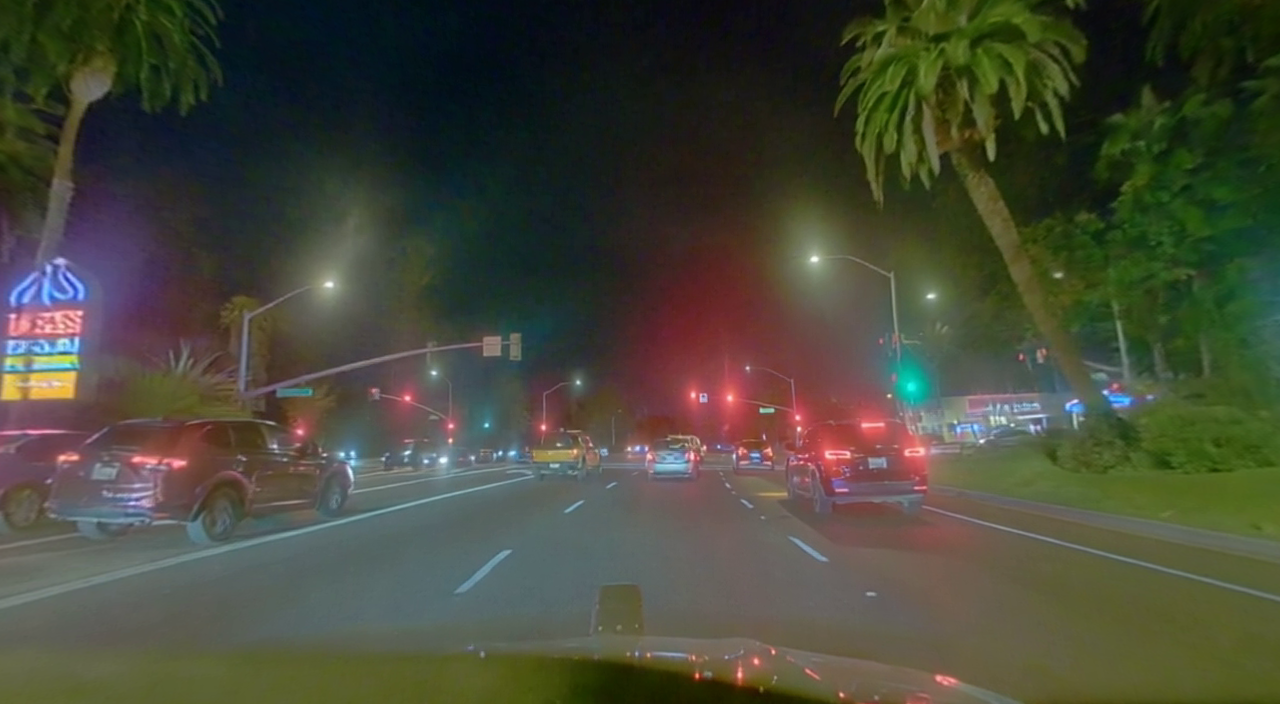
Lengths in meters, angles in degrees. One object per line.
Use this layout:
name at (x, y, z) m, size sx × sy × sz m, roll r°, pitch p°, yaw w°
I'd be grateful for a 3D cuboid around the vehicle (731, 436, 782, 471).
vehicle at (5.482, 4.828, 30.179) m, size 2.149 × 1.532 × 4.168 m, roll -1°, pitch -9°, yaw 7°

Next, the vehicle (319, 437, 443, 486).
vehicle at (-8.583, 3.662, 21.459) m, size 2.017 × 1.472 × 4.418 m, roll -1°, pitch -9°, yaw 5°

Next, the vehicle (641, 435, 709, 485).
vehicle at (1.181, 3.582, 21.182) m, size 2.057 × 1.492 × 3.825 m, roll -1°, pitch -9°, yaw 4°

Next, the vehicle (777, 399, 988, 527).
vehicle at (4.245, 2.074, 12.255) m, size 2.267 × 1.931 × 5.145 m, roll -1°, pitch -8°, yaw 3°

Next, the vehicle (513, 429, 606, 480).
vehicle at (-2.923, 3.919, 24.315) m, size 2.088 × 1.746 × 4.650 m, roll -2°, pitch -9°, yaw 12°

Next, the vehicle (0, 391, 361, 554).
vehicle at (-6.554, 1.764, 9.806) m, size 2.127 × 1.888 × 4.637 m, roll -1°, pitch -9°, yaw 3°
